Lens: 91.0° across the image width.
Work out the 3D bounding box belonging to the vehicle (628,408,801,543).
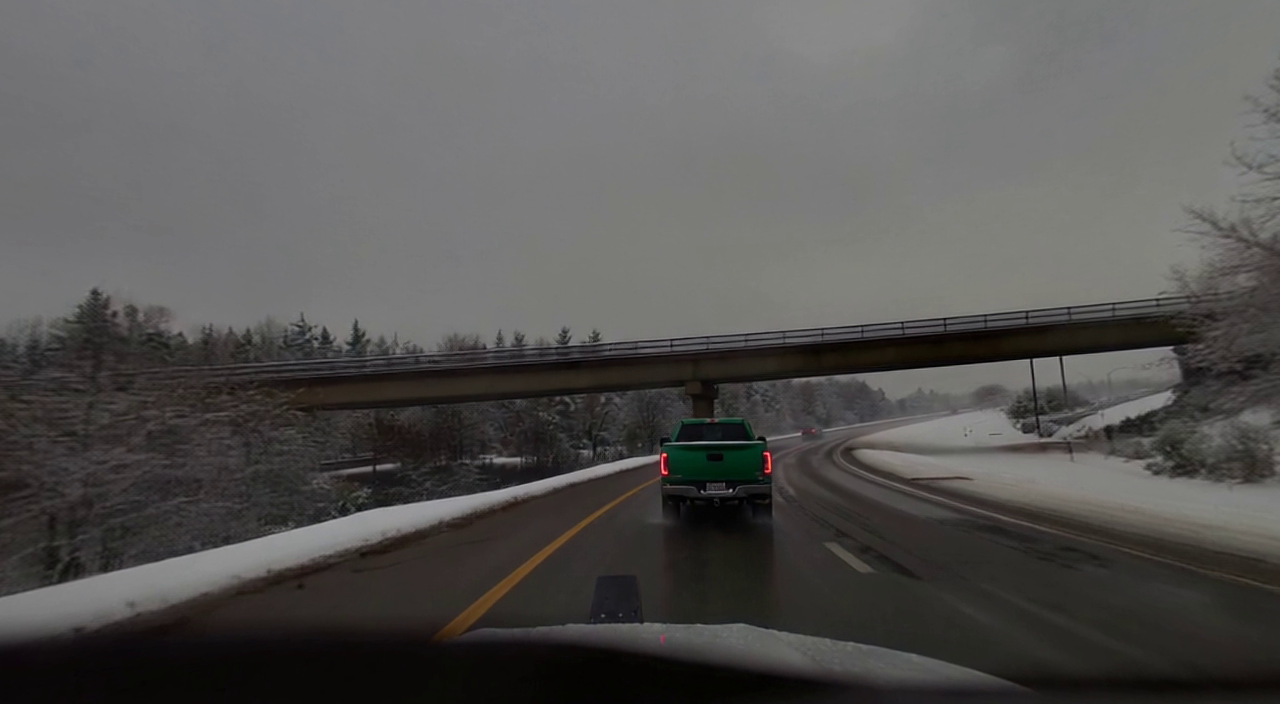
[{"bbox_3d":[1.195,1.931,10.467,2.235,1.716,4.435,-1,-9,6],"label":"vehicle"}]
